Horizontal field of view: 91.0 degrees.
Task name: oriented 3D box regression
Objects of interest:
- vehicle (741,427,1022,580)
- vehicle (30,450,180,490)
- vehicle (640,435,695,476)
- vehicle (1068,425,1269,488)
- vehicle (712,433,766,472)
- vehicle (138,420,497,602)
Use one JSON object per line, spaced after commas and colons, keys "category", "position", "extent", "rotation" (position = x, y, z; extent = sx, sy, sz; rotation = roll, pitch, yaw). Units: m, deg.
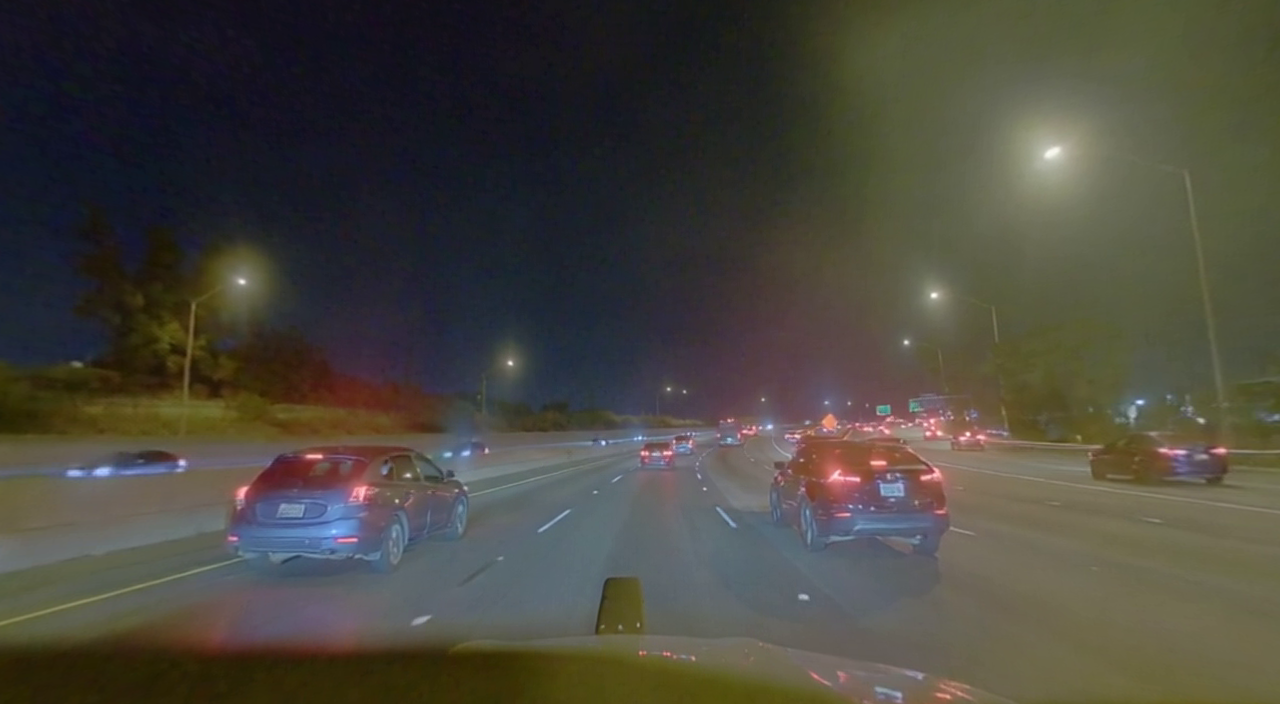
{"category": "vehicle", "position": [2.752, 1.852, 8.543], "extent": [2.009, 1.489, 4.559], "rotation": [0, -9, 0]}
{"category": "vehicle", "position": [-22.533, 4.960, 26.855], "extent": [1.932, 1.518, 4.817], "rotation": [-1, -9, 4]}
{"category": "vehicle", "position": [1.219, 4.477, 27.329], "extent": [2.201, 1.614, 3.803], "rotation": [-1, -9, 4]}
{"category": "vehicle", "position": [14.652, 2.939, 17.928], "extent": [1.976, 1.548, 4.687], "rotation": [-1, -9, 6]}
{"category": "vehicle", "position": [4.602, 4.755, 29.849], "extent": [2.076, 1.684, 4.241], "rotation": [-1, -9, 4]}
{"category": "vehicle", "position": [-3.327, 1.728, 7.773], "extent": [1.937, 1.558, 4.469], "rotation": [0, -9, 2]}
